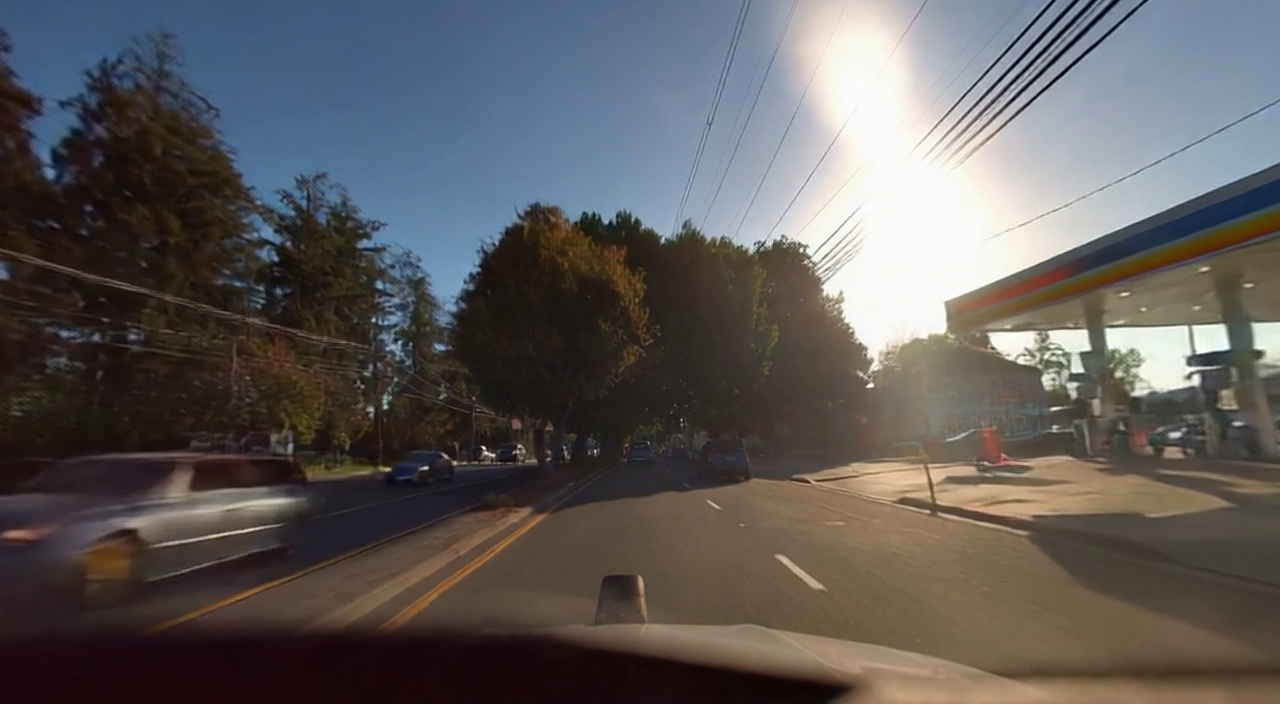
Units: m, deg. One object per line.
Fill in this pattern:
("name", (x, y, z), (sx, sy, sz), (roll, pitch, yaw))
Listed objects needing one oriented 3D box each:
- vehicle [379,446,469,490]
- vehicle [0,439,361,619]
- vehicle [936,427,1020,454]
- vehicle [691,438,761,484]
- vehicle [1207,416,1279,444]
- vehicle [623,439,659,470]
("vehicle", (-8.343, 4.493, 24.866), (1.953, 1.470, 4.522), (-2, -9, 0))
("vehicle", (-4.931, 1.788, 7.242), (1.816, 1.484, 3.629), (-1, -9, 0))
("vehicle", (23.129, 6.114, 43.497), (2.187, 1.757, 4.663), (3, -9, -22))
("vehicle", (3.232, 4.230, 24.730), (1.990, 1.592, 4.294), (-1, -9, -2))
("vehicle", (43.129, 5.547, 44.834), (2.150, 1.588, 3.729), (3, -13, -38))
("vehicle", (0.046, 6.429, 39.755), (2.163, 1.825, 4.073), (-1, -9, -1))
